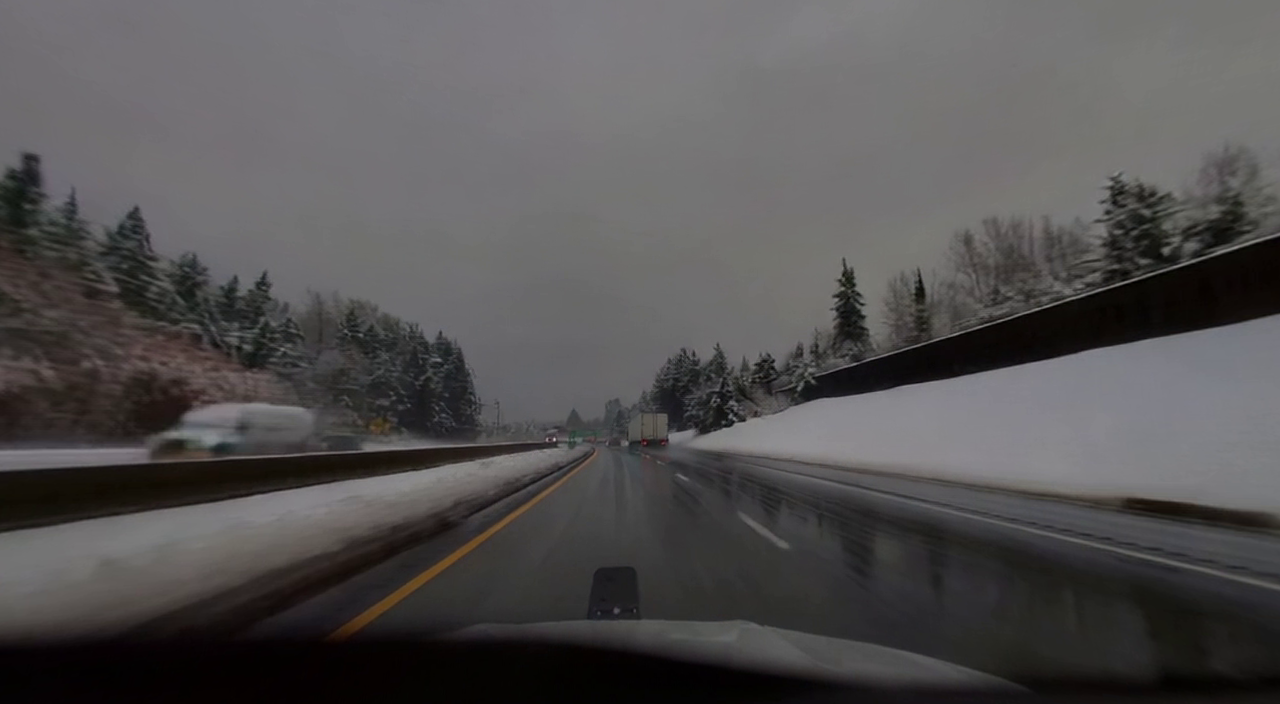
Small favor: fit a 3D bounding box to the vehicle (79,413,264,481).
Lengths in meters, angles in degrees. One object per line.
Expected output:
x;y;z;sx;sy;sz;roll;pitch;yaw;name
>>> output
-12.209;2.524;16.827;1.829;1.570;4.180;0;-8;-3;vehicle
